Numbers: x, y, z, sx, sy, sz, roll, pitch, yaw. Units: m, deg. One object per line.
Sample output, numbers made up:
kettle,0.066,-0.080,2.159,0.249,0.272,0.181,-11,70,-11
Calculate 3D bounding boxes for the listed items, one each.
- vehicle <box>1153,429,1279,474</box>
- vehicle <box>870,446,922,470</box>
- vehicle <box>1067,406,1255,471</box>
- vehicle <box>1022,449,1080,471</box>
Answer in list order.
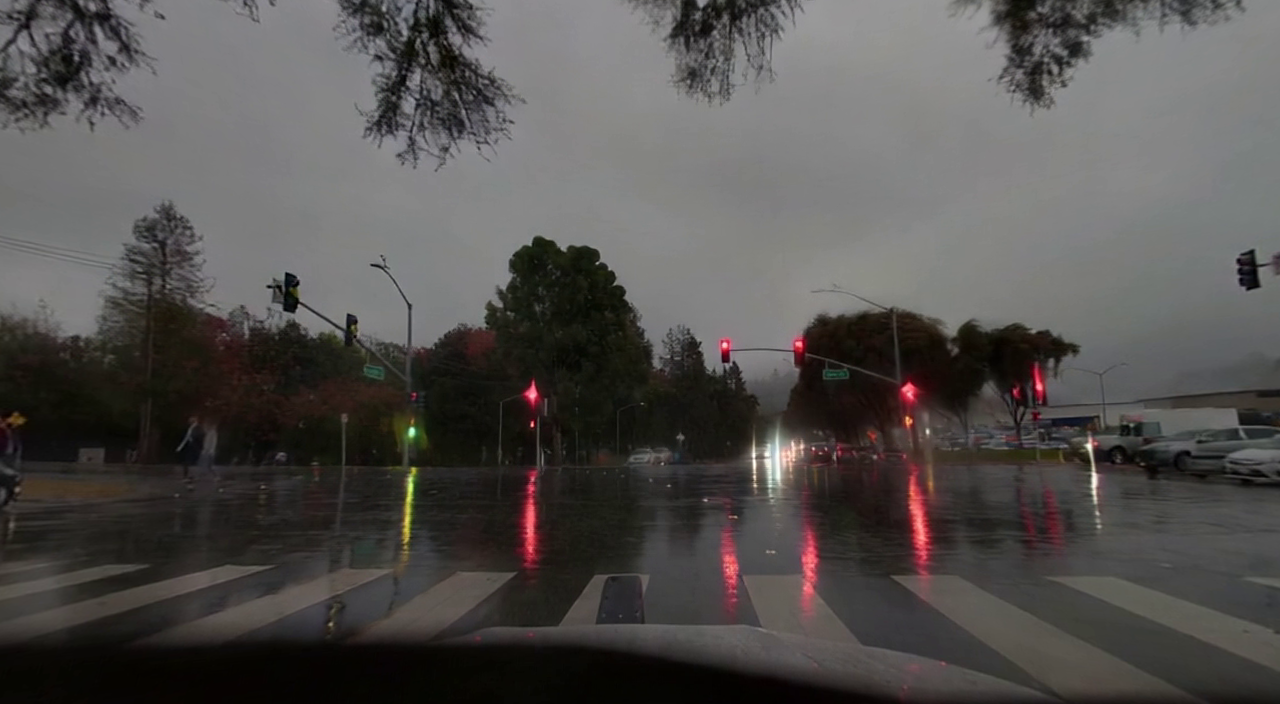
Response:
vehicle,20.916,3.408,21.731,4.740,1.464,1.876,-1,-9,3
vehicle,17.517,7.244,43.500,1.789,1.557,4.293,0,-9,0
vehicle,22.940,3.864,28.090,5.855,2.746,2.523,-1,-9,3
vehicle,27.681,7.277,42.686,1.589,1.405,3.633,-1,-9,4
